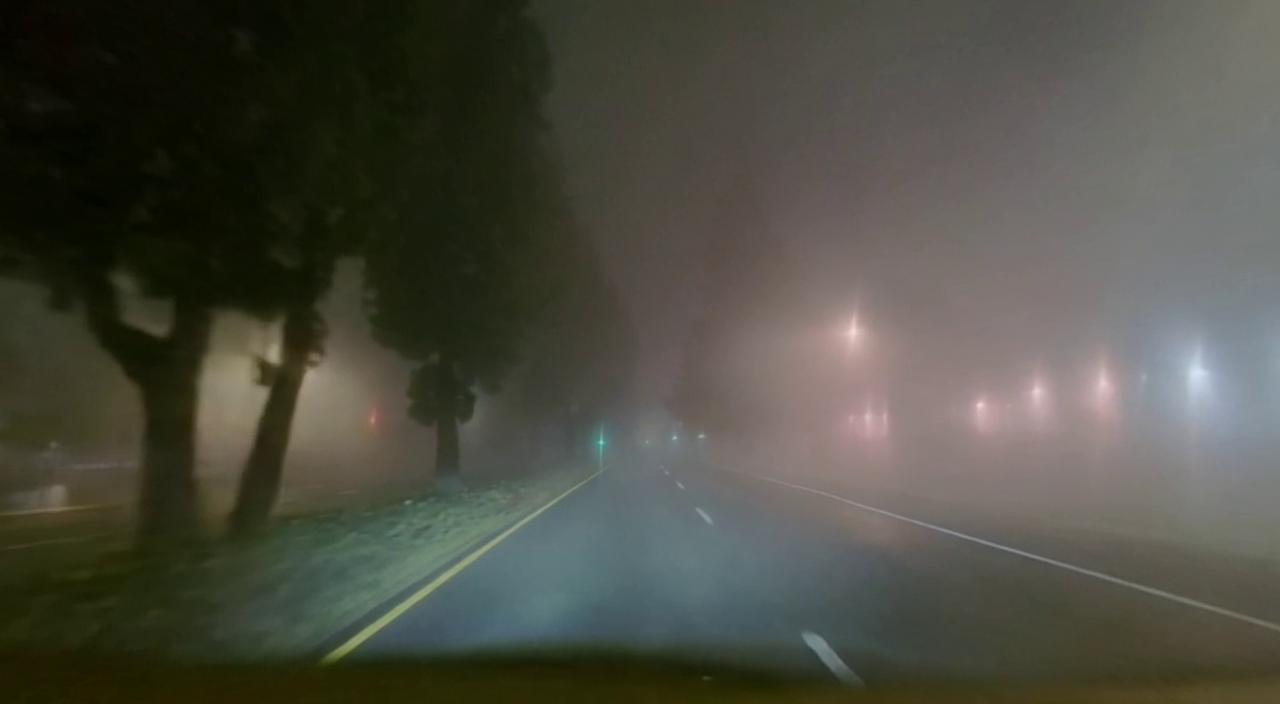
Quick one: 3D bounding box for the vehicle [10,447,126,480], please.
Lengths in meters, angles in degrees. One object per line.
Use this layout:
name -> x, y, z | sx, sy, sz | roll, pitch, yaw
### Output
vehicle -> -41.470, 8.056, 45.940 | 5.799, 2.039, 2.451 | -2, -8, -5

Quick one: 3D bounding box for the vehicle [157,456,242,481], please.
vehicle -> -28.692, 7.590, 41.210 | 4.342, 1.446, 1.722 | -2, -8, 2
